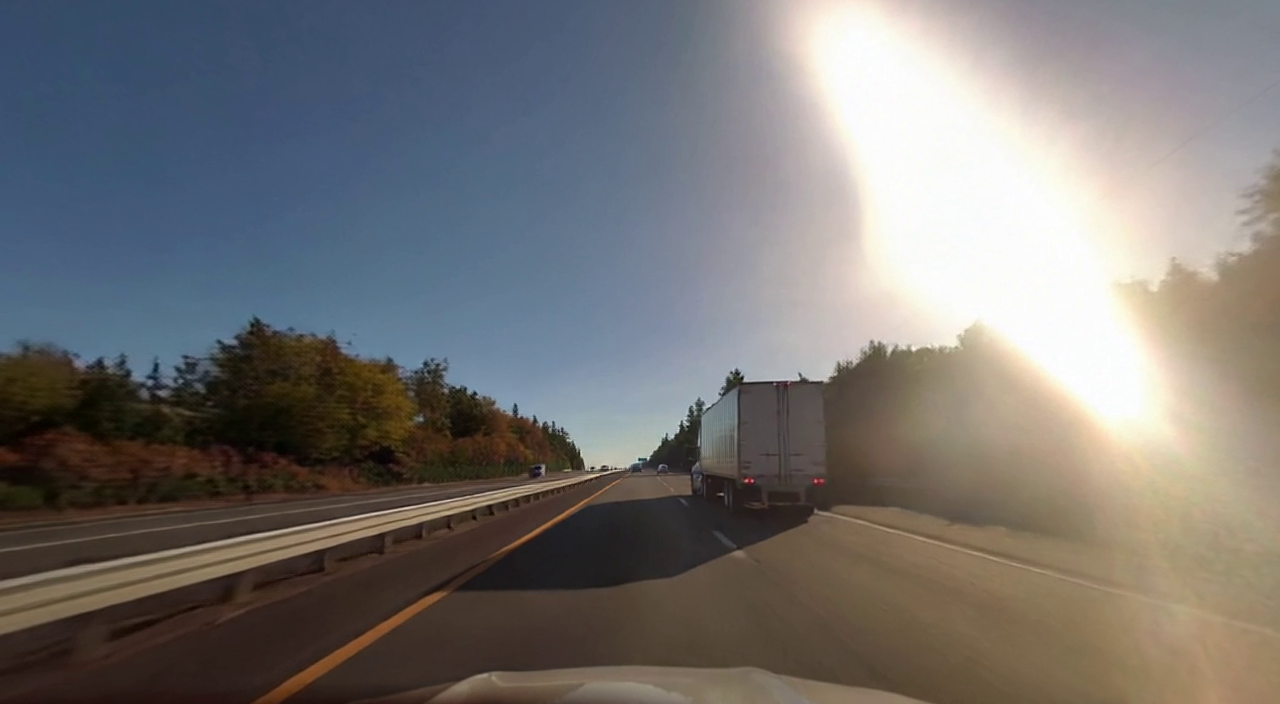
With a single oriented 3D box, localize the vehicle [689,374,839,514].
[{"bbox_3d":[4.175,3.904,25.331,3.204,4.102,13.306,1,-10,0],"label":"vehicle"}]
